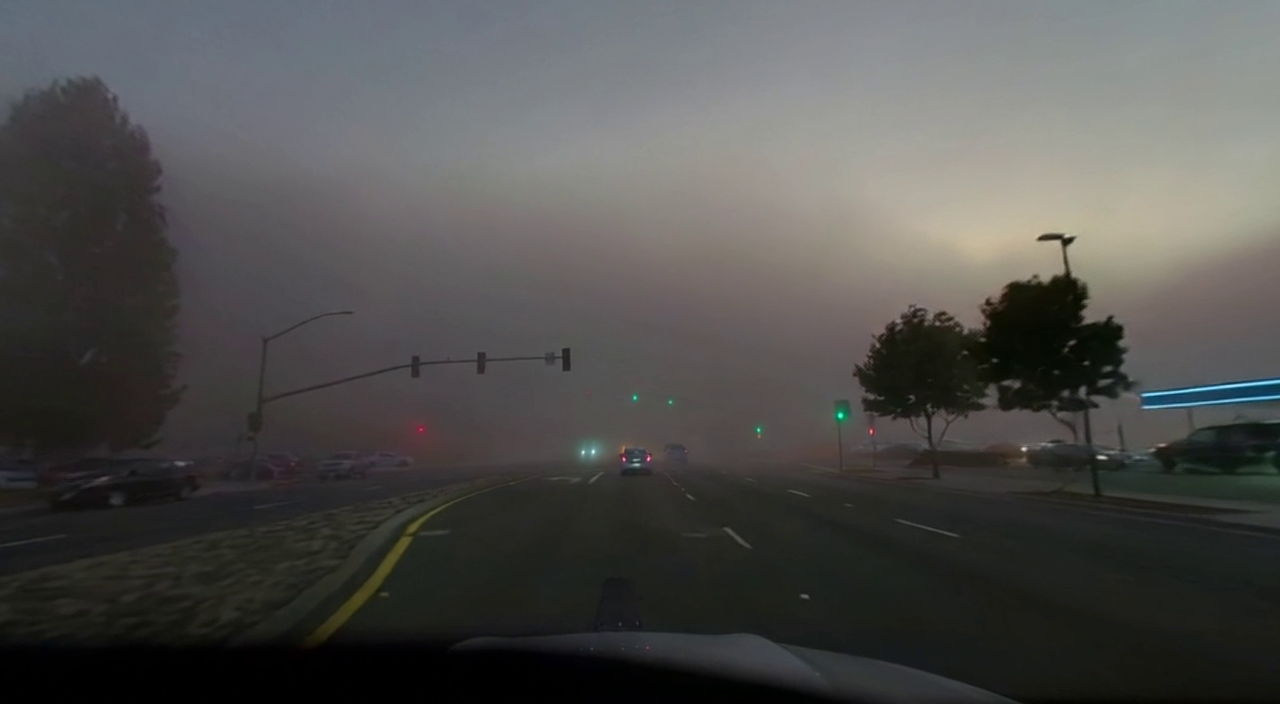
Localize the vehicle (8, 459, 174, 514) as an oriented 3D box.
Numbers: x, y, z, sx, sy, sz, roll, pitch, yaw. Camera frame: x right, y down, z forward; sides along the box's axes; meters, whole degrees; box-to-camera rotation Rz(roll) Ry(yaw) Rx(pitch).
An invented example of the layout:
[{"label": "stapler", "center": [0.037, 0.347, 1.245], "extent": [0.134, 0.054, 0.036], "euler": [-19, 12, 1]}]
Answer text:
[{"label": "vehicle", "center": [-19.039, 4.647, 22.160], "extent": [1.920, 1.638, 4.299], "euler": [0, -9, 0]}]

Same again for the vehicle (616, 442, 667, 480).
[{"label": "vehicle", "center": [0.050, 4.852, 28.306], "extent": [2.145, 1.572, 4.021], "euler": [0, -9, 0]}]

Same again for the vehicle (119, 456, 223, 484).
[{"label": "vehicle", "center": [-28.133, 7.035, 37.900], "extent": [1.938, 1.462, 4.510], "euler": [-5, -10, 29]}]

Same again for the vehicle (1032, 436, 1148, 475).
[{"label": "vehicle", "center": [20.394, 4.724, 28.844], "extent": [1.950, 1.519, 4.860], "euler": [-4, -9, 5]}]

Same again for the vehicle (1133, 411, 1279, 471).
[{"label": "vehicle", "center": [20.626, 3.108, 21.780], "extent": [2.254, 1.804, 5.953], "euler": [0, -9, -1]}]

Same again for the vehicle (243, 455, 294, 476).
[{"label": "vehicle", "center": [-28.818, 8.724, 48.734], "extent": [4.436, 1.464, 1.999], "euler": [-8, -11, 41]}]

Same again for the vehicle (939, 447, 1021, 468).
[{"label": "vehicle", "center": [24.751, 7.686, 45.890], "extent": [4.788, 1.481, 1.959], "euler": [0, -9, 1]}]
